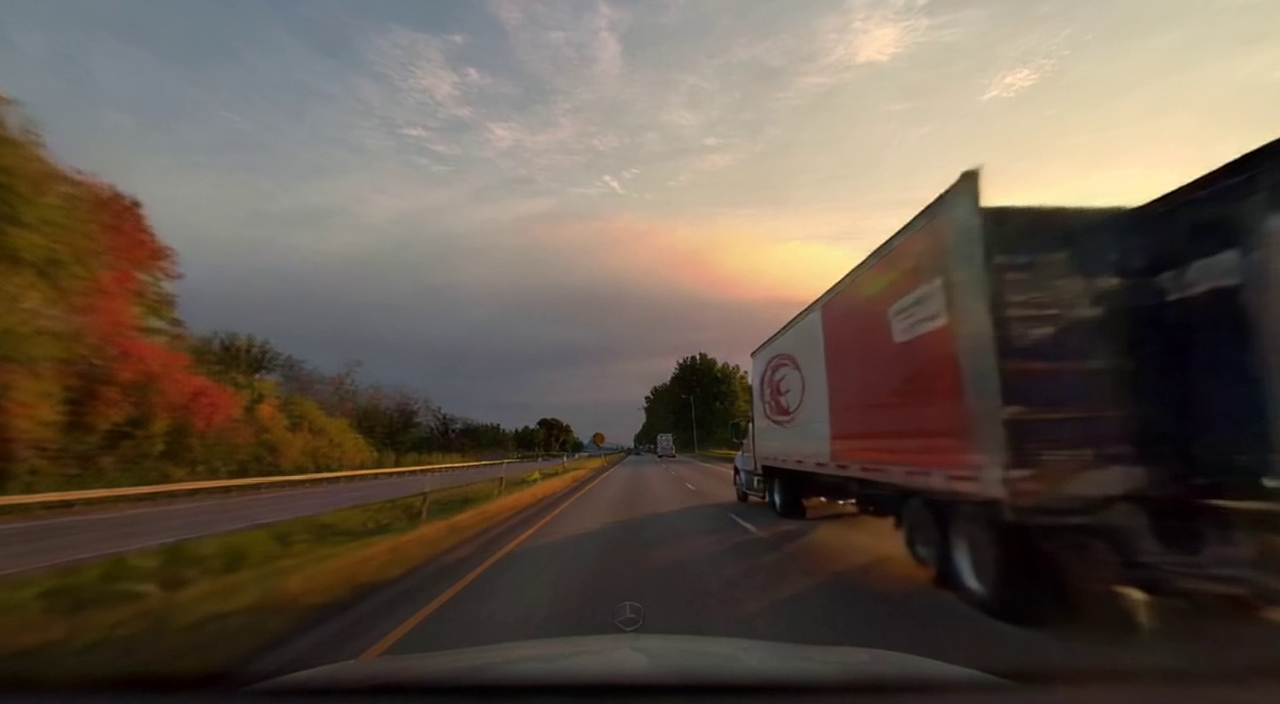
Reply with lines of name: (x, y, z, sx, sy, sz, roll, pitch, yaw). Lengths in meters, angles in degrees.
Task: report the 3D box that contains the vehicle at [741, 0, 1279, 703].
vehicle: (4.220, 0.486, 8.320, 3.231, 4.102, 14.393, 0, -9, -1)
